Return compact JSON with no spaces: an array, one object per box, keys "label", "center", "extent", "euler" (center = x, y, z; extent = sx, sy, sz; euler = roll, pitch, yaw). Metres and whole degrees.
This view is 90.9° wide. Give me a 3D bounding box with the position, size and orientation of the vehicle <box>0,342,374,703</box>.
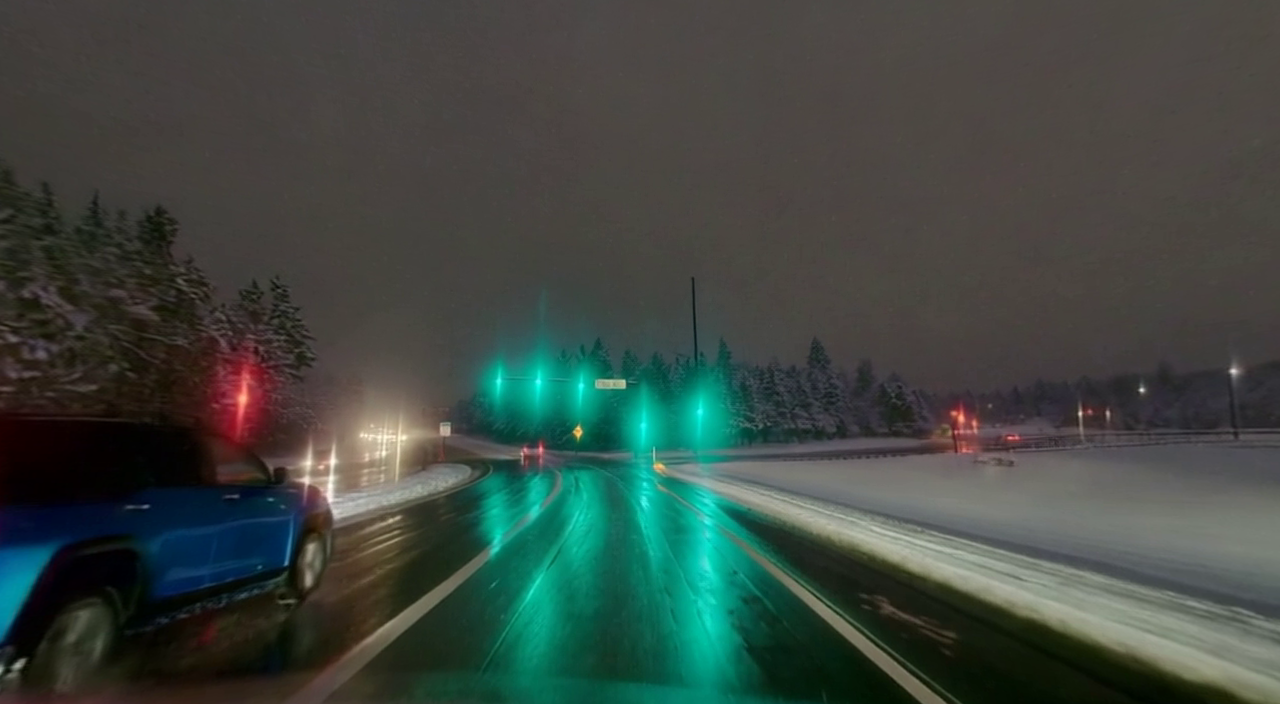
[{"label":"vehicle","center":[-4.204,1.153,4.715],"extent":[2.336,1.857,4.986],"euler":[0,-8,-1]}]
